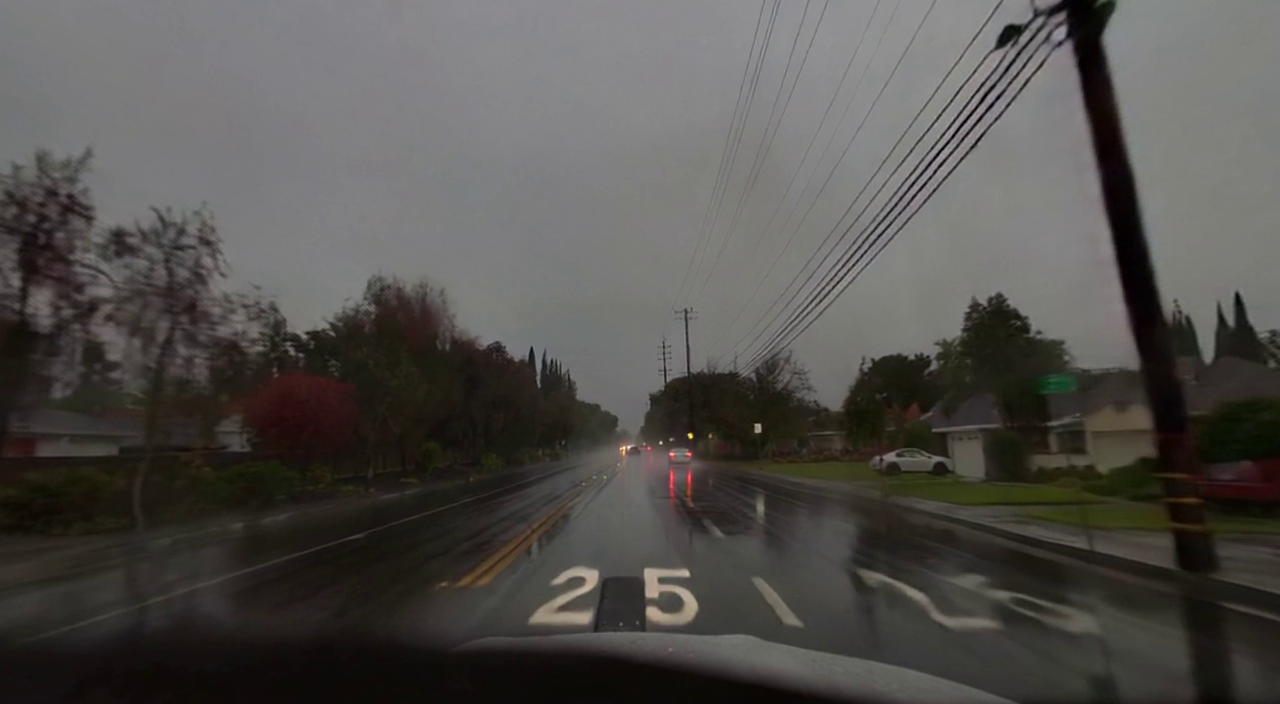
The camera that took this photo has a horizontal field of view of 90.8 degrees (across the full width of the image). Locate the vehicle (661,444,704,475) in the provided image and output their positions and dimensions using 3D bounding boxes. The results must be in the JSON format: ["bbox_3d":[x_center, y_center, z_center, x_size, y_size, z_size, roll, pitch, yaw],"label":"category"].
[{"bbox_3d":[2.150,5.615,33.128,1.975,1.497,3.647,0,-9,0],"label":"vehicle"}]

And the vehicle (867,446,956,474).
[{"bbox_3d":[14.496,5.769,33.863,3.838,1.405,1.992,1,-9,-6],"label":"vehicle"}]
